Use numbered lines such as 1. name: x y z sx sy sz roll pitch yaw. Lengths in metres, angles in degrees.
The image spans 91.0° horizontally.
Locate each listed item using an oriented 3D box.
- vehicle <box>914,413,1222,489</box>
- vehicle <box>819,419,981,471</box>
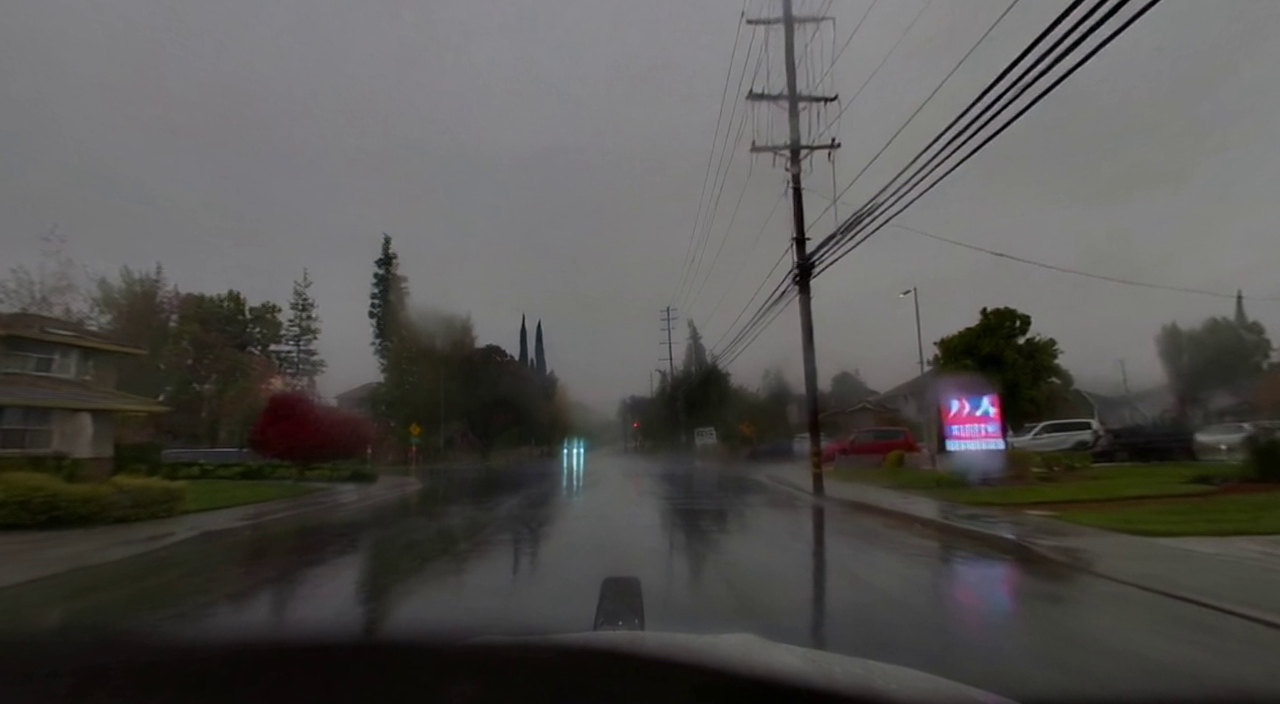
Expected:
1. vehicle: 10.430 2.470 15.774 6.000 1.740 2.356 0 -8 -1
2. vehicle: 10.477 3.804 25.754 5.593 1.993 2.233 0 -8 1
